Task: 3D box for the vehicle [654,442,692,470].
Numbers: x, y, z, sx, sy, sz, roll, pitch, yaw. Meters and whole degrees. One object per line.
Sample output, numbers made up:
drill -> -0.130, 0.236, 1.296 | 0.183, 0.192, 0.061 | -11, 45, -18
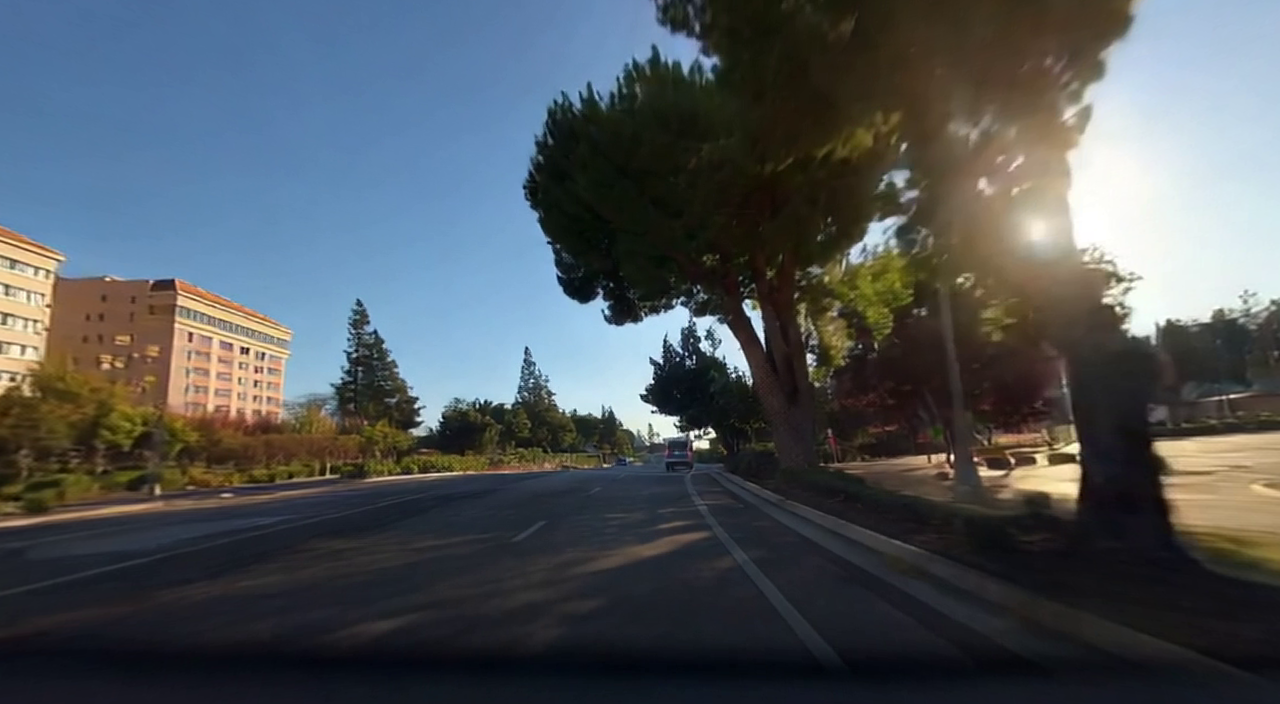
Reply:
vehicle -> 2.339, 7.124, 43.503 | 2.370, 1.781, 4.440 | -1, -8, 6
